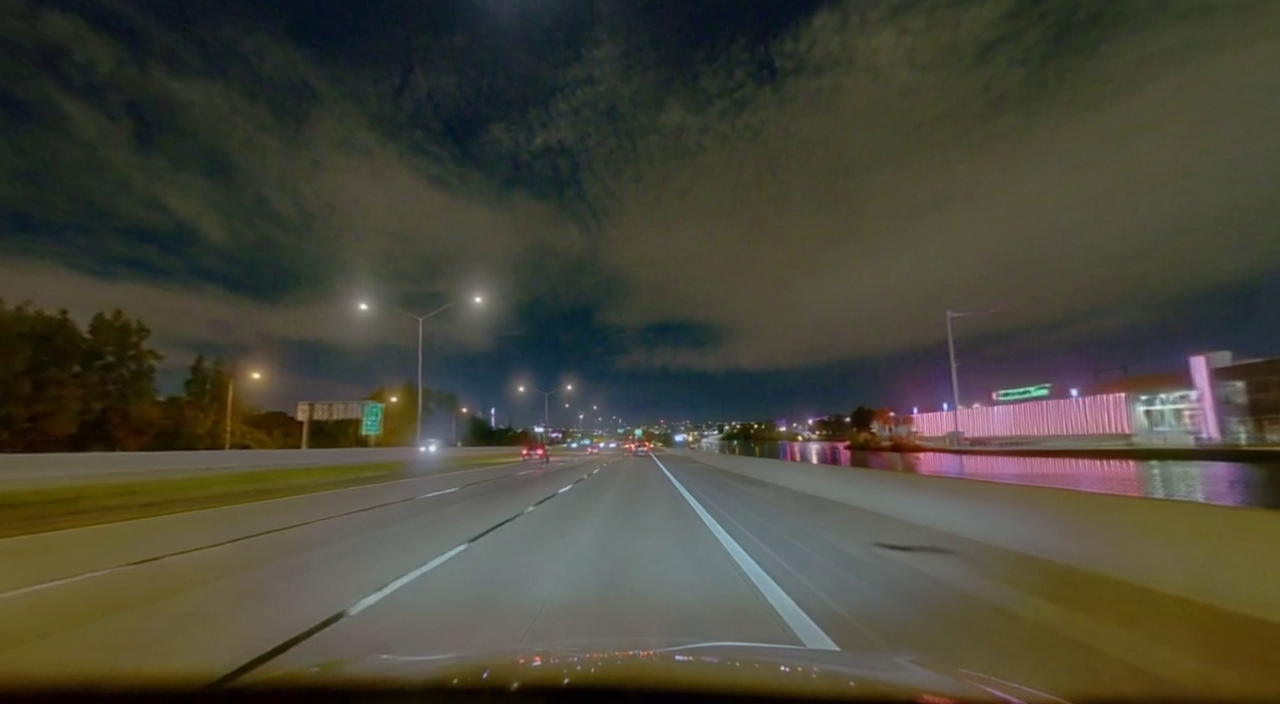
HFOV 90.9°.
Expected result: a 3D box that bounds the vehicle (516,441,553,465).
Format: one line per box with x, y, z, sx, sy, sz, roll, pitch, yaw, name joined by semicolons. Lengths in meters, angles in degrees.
-7.491;7.197;45.124;1.946;1.590;4.042;0;-8;1;vehicle
